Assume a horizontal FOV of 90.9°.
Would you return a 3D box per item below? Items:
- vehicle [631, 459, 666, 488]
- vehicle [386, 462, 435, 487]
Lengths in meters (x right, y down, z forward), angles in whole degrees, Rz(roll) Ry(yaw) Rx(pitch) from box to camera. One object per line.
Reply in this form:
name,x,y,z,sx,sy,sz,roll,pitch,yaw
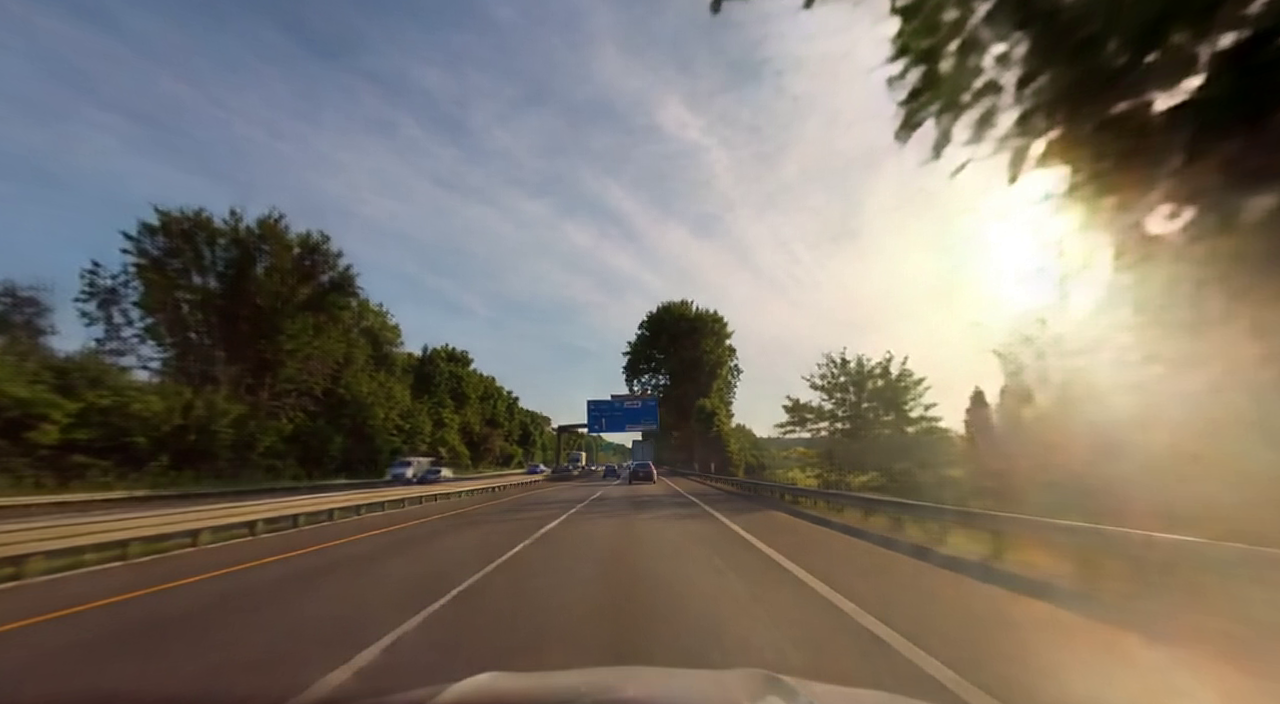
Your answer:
vehicle,0.473,7.463,38.838,2.048,1.663,4.377,1,-10,0
vehicle,-15.838,8.478,43.677,1.823,1.554,3.847,0,-10,2
